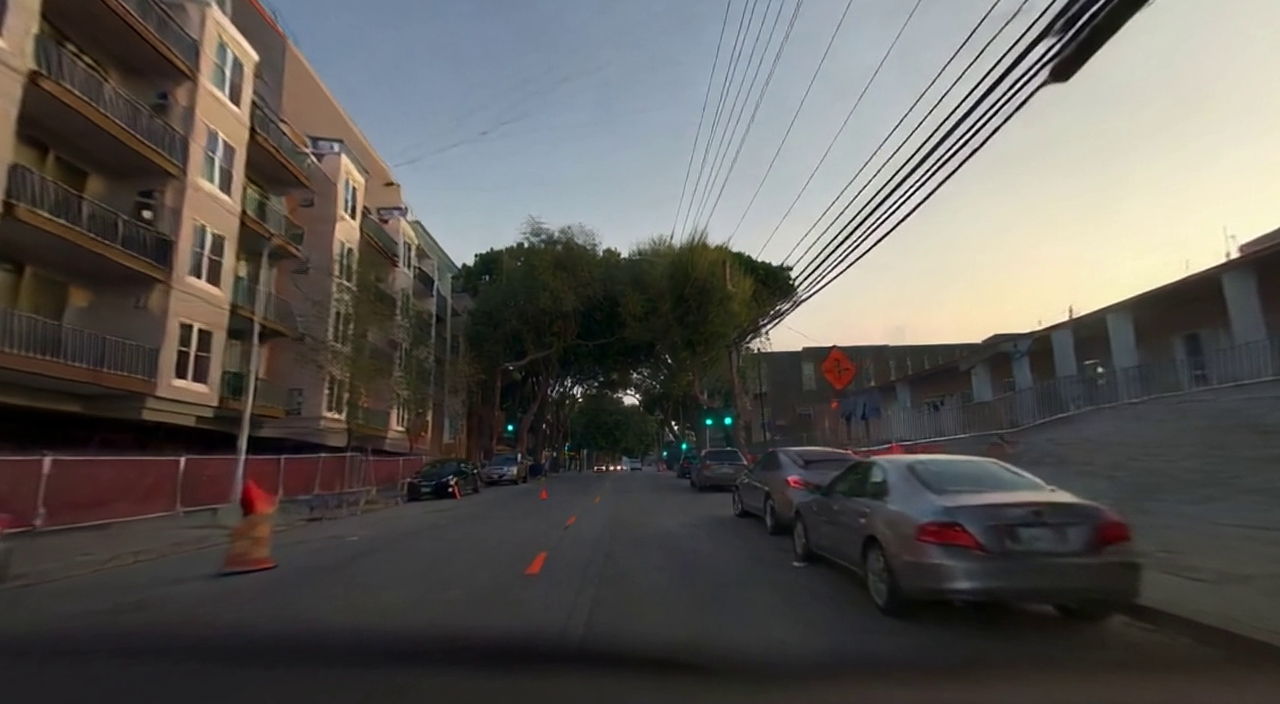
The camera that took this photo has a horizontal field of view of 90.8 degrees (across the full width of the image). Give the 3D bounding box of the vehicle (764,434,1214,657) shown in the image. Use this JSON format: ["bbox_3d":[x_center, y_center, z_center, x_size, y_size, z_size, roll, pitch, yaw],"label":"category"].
[{"bbox_3d":[2.872,1.677,6.769,2.010,1.499,4.754,0,-8,-1],"label":"vehicle"}]

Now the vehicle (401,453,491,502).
[{"bbox_3d":[-6.659,4.330,22.215,1.968,1.450,4.271,0,-8,-2],"label":"vehicle"}]
